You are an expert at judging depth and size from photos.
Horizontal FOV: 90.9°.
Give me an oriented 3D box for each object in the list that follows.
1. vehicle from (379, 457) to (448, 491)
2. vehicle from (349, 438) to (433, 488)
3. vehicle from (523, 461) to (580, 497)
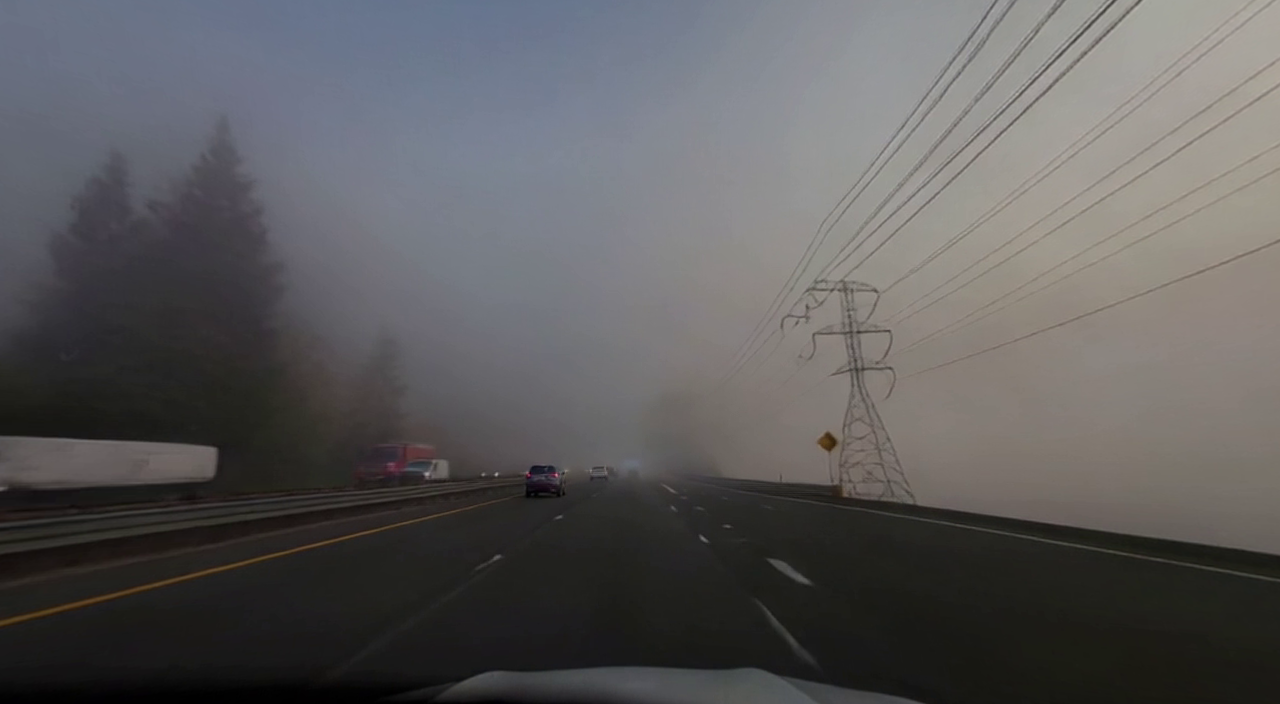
[{"bbox_3d":[-12.803,6.940,35.932,1.995,1.788,4.925,1,-11,1],"label":"vehicle"},{"bbox_3d":[-17.509,7.961,44.966,2.548,3.168,8.075,1,-11,0],"label":"vehicle"},{"bbox_3d":[-3.972,5.831,29.063,1.963,1.501,4.227,1,-11,0],"label":"vehicle"}]
